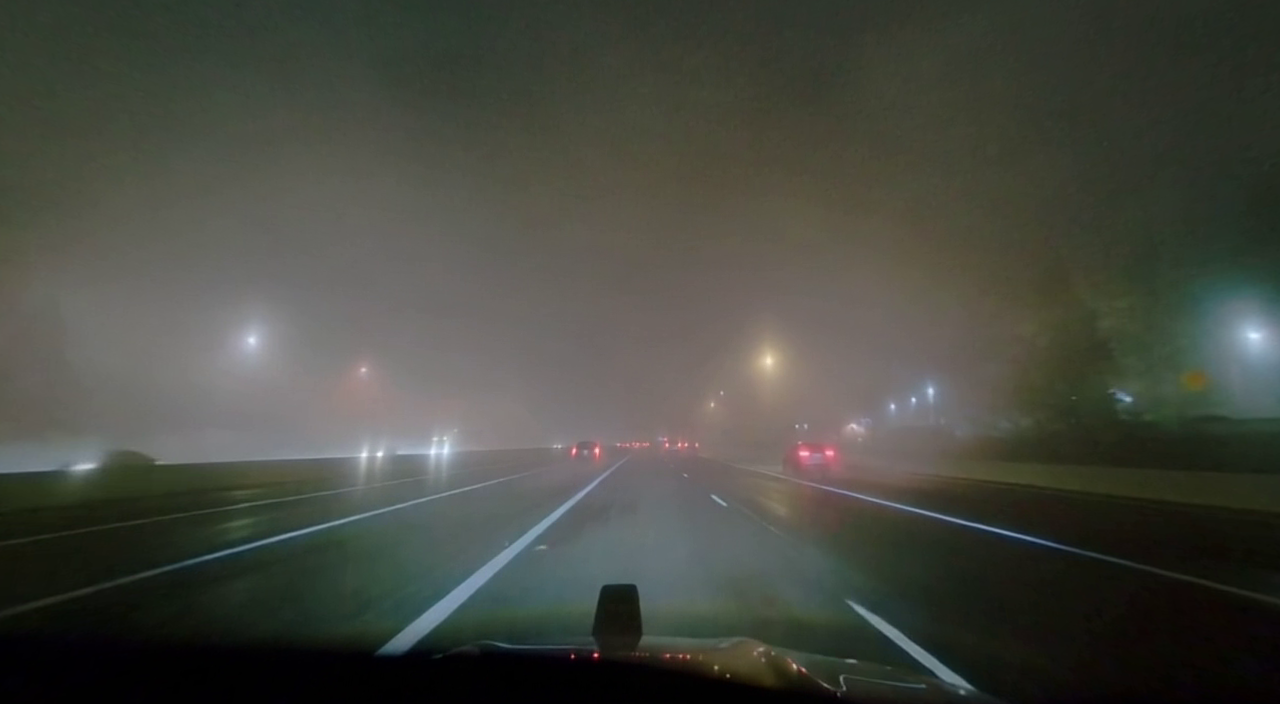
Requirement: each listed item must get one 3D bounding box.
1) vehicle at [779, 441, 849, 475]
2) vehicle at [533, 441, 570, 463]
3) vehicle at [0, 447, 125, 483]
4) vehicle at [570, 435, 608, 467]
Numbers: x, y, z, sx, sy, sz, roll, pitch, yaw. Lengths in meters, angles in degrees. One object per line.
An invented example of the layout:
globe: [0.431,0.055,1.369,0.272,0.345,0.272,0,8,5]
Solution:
vehicle: [7.833,4.805,28.856,1.900,1.432,4.519,0,-8,0]
vehicle: [-6.448,7.302,46.243,2.009,1.462,4.458,0,-8,1]
vehicle: [-27.029,5.207,29.477,1.933,1.522,4.765,0,-8,0]
vehicle: [-3.074,6.034,38.687,1.893,1.827,4.513,0,-8,1]
